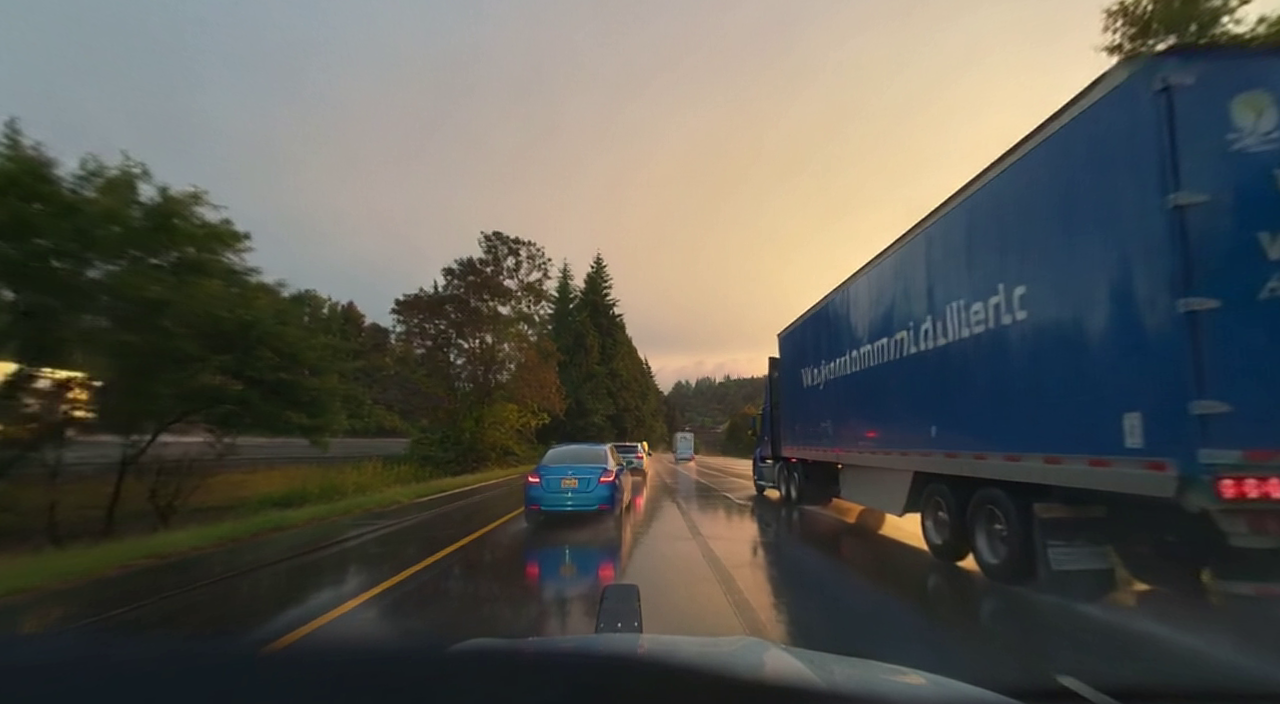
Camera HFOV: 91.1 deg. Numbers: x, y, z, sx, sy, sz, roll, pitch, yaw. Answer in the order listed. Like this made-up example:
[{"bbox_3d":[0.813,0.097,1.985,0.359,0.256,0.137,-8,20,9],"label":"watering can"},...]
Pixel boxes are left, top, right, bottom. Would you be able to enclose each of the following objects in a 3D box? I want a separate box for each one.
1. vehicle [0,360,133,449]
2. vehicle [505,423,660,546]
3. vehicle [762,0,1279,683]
[{"bbox_3d":[-25.969,2.353,26.211,2.720,3.331,8.732,0,-9,-4],"label":"vehicle"},{"bbox_3d":[-0.743,2.035,10.186,2.038,1.582,3.729,0,-9,0],"label":"vehicle"},{"bbox_3d":[4.884,0.845,10.471,2.825,4.043,14.051,0,-9,0],"label":"vehicle"}]
